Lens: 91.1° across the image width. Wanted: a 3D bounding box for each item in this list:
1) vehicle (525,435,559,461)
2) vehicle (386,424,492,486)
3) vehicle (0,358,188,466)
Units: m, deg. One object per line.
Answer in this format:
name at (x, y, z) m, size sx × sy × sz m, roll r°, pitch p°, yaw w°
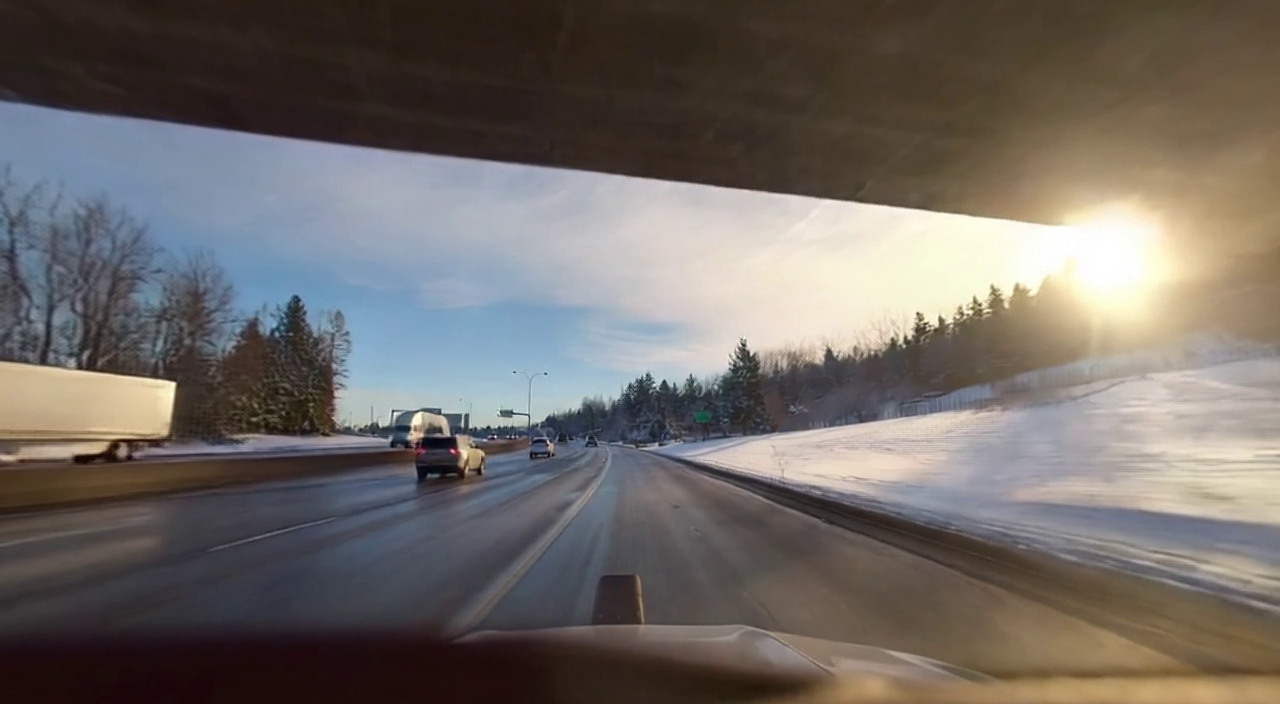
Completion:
vehicle at (-7.559, 7.436, 49.040) m, size 1.956 × 1.888 × 4.512 m, roll 0°, pitch -8°, yaw -1°
vehicle at (-6.893, 3.561, 22.197) m, size 2.188 × 1.896 × 4.810 m, roll 0°, pitch -8°, yaw 0°
vehicle at (-25.427, 2.508, 26.037) m, size 2.953 × 3.997 × 14.370 m, roll 4°, pitch -8°, yaw -1°
